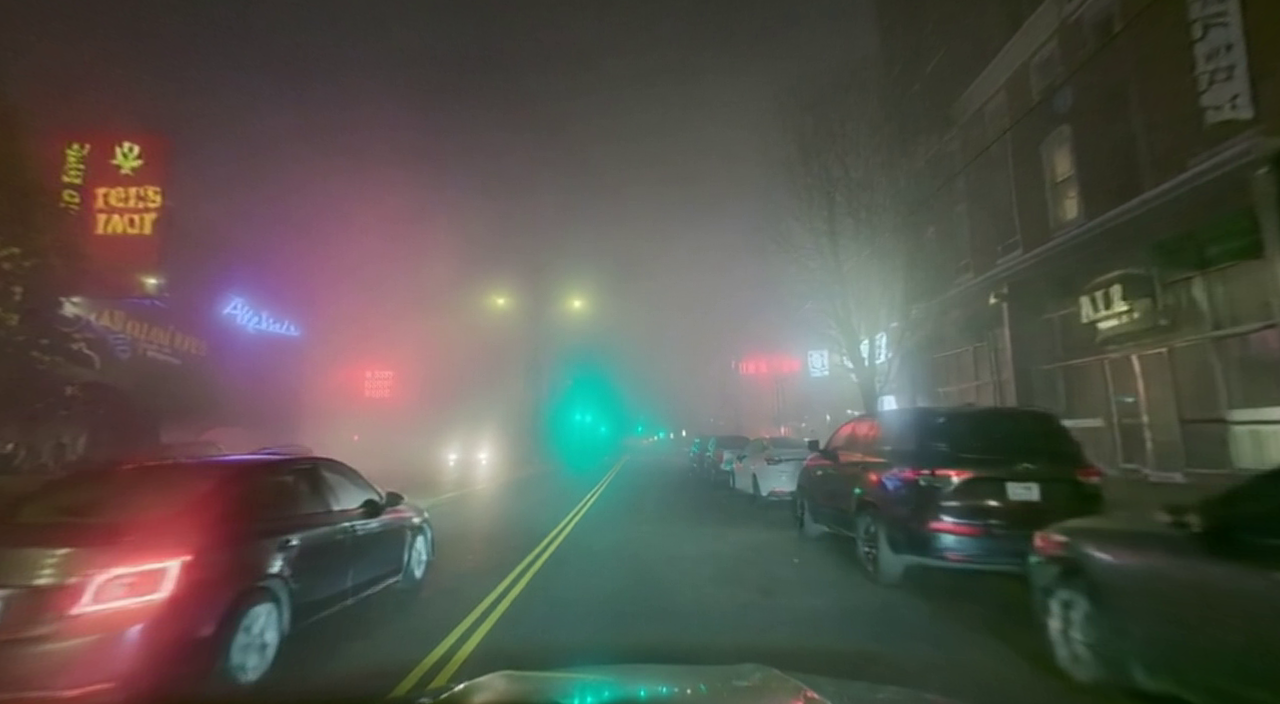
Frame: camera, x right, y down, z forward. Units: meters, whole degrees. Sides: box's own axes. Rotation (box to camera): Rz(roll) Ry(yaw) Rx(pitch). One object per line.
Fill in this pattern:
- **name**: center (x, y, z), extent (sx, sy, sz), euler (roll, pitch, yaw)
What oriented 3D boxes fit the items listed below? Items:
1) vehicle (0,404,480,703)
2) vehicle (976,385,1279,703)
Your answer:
- **vehicle**: center (-2.748, 1.204, 4.427), extent (2.030, 1.436, 4.388), euler (0, -8, 1)
- **vehicle**: center (3.290, 0.869, 1.952), extent (2.120, 1.560, 4.402), euler (0, -8, 1)
